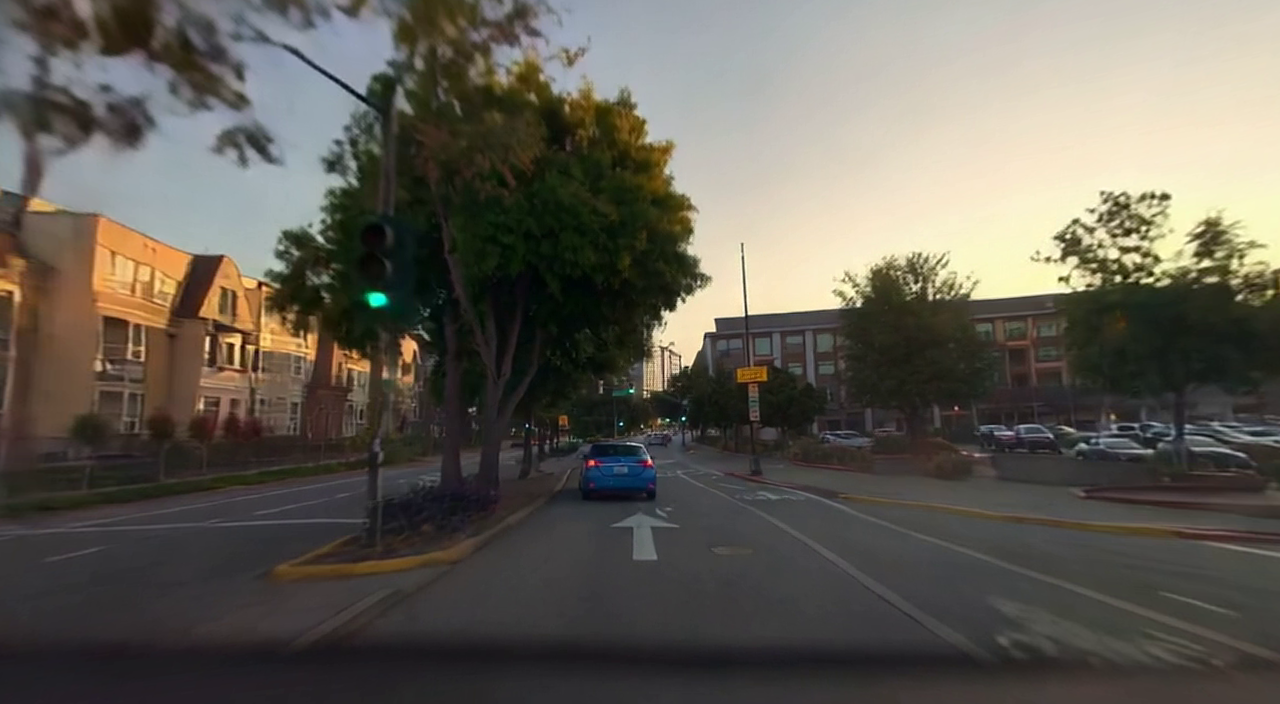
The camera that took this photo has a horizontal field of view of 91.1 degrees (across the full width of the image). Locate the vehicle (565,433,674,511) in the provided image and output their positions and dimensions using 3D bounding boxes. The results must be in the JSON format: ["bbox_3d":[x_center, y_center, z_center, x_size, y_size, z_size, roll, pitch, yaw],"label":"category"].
[{"bbox_3d":[-0.612,2.466,13.581,1.950,1.401,4.159,1,-8,-7],"label":"vehicle"}]
